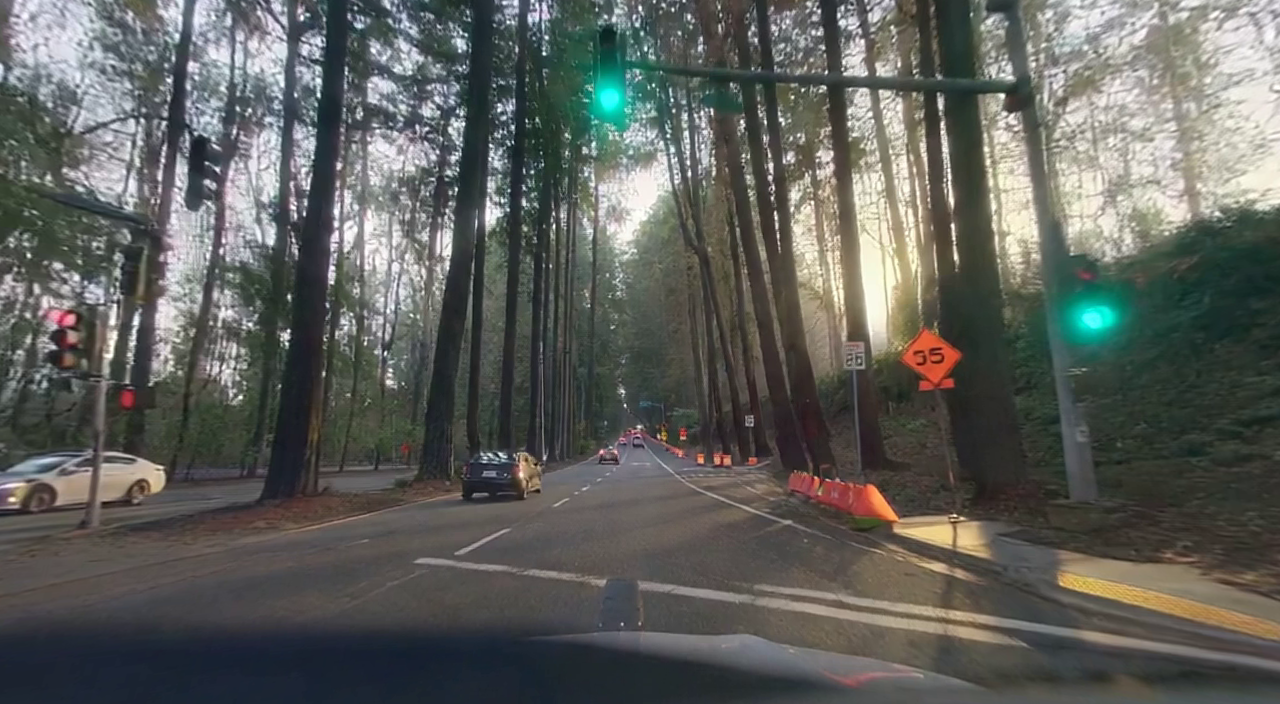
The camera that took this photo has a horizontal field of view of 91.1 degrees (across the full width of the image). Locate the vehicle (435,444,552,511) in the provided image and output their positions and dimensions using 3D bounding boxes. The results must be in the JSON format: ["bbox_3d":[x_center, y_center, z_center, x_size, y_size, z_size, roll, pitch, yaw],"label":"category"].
[{"bbox_3d":[-3.632,3.171,16.345,2.029,1.511,3.922,0,-8,1],"label":"vehicle"}]

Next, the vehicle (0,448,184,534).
[{"bbox_3d":[-11.939,2.685,12.690,1.898,1.459,4.587,0,-8,1],"label":"vehicle"}]
